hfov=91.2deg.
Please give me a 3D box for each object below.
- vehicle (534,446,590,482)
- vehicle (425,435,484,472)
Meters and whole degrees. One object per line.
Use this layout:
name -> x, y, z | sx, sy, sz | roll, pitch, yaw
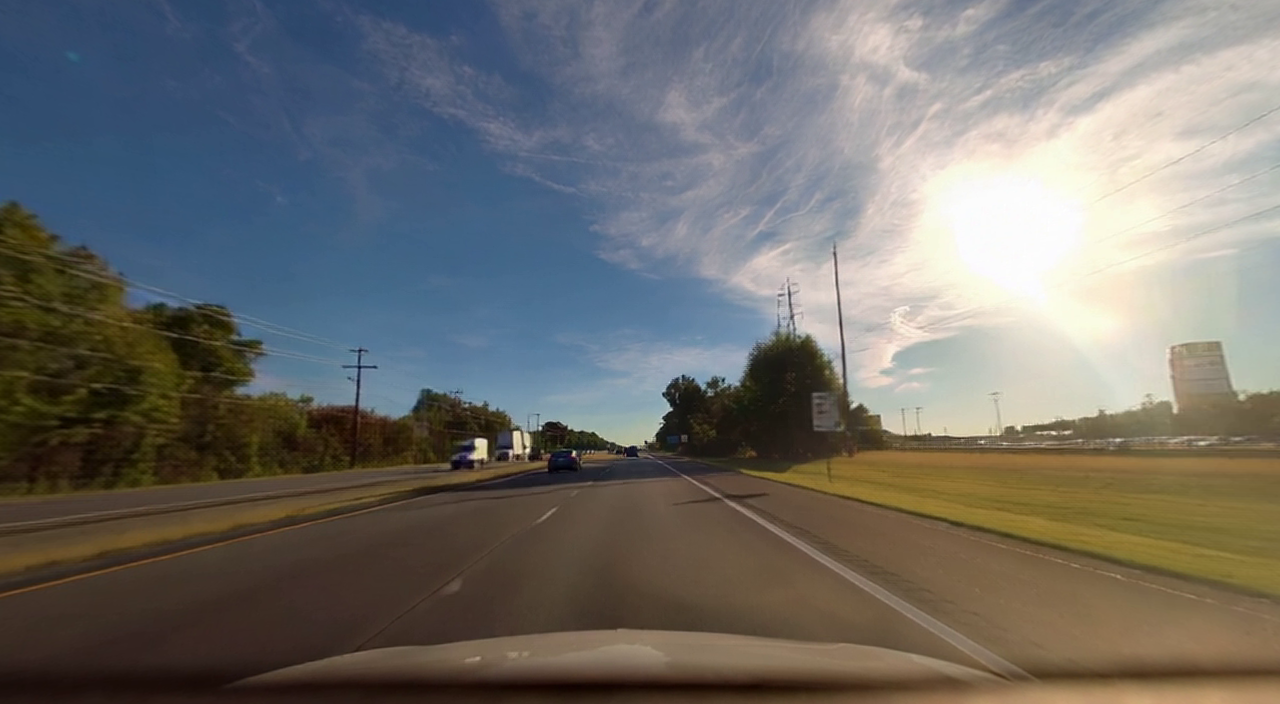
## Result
vehicle -> -3.621, 5.297, 29.922 | 2.123, 1.545, 4.404 | 0, -9, 0
vehicle -> -13.623, 7.546, 46.586 | 2.240, 2.488, 6.830 | 0, -9, 0
